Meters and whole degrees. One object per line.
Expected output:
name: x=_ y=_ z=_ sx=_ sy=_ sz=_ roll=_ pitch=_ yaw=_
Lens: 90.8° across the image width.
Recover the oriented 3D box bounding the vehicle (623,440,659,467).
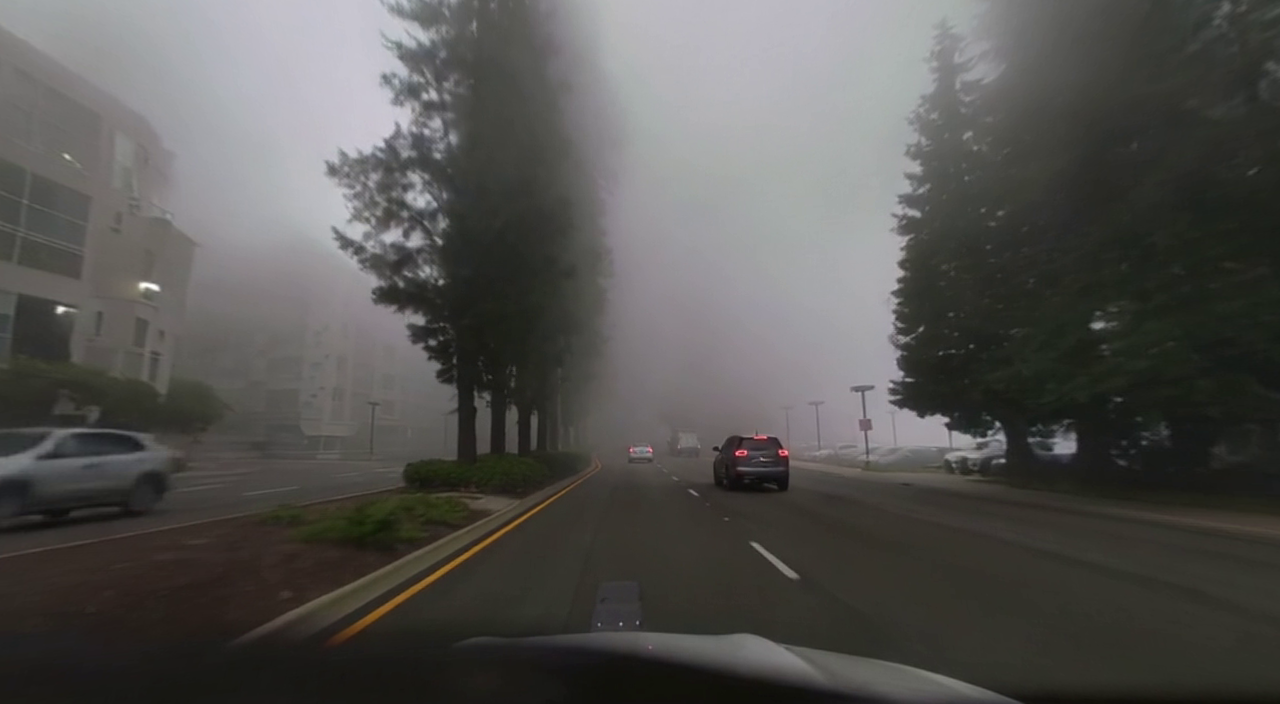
vehicle: x=0.032 y=6.336 z=39.634 sx=2.145 sy=1.572 sz=4.021 roll=0 pitch=-9 yaw=-1

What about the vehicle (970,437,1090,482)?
vehicle: x=15.962 y=4.409 z=26.210 sx=1.812 sy=1.687 sz=4.579 roll=1 pitch=-9 yaw=-3

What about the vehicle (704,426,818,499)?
vehicle: x=3.276 y=3.136 z=18.227 sx=2.235 sy=1.806 sz=4.818 roll=0 pitch=-9 yaw=-1

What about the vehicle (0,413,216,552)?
vehicle: x=-9.107 y=1.883 z=9.555 sx=2.093 sy=1.728 sz=4.735 roll=0 pitch=-9 yaw=0

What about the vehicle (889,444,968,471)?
vehicle: x=17.320 y=6.312 z=37.990 sx=3.958 sy=1.524 sz=2.061 roll=3 pitch=-10 yaw=-20
